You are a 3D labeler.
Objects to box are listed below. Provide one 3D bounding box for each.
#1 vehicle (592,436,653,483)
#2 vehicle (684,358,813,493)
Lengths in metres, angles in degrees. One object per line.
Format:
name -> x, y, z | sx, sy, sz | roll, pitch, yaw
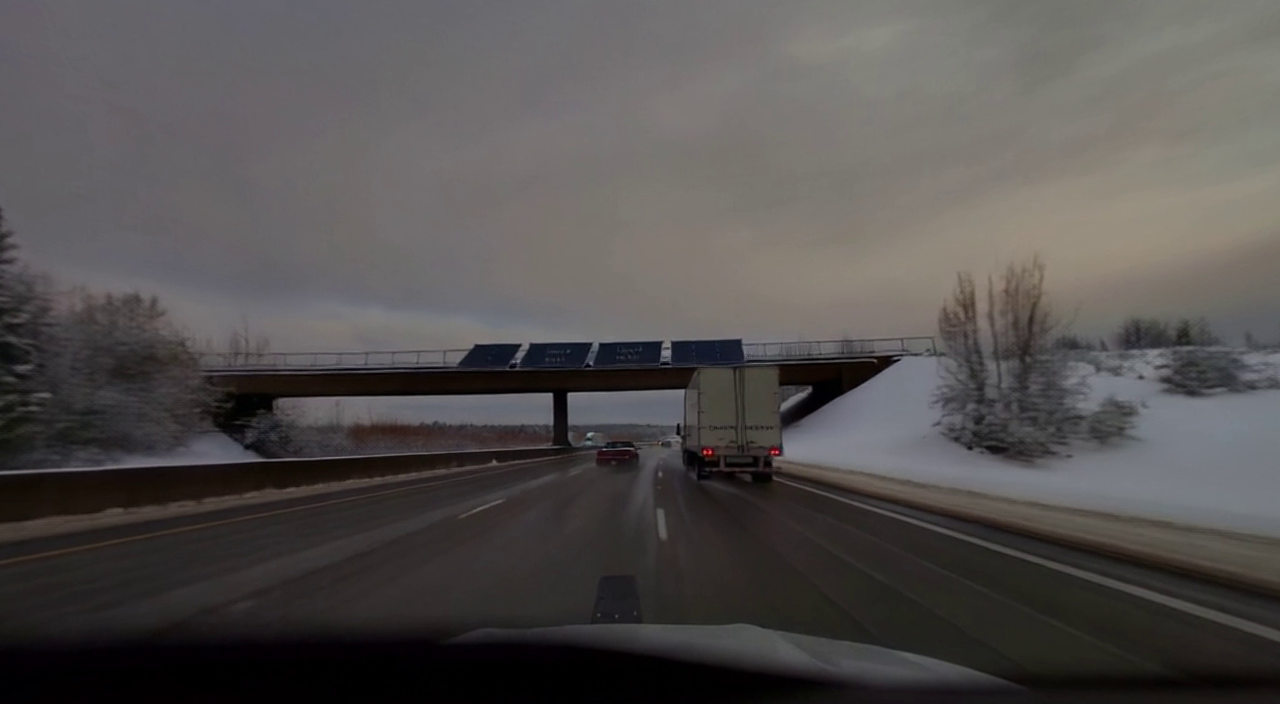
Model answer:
vehicle -> -0.567, 4.065, 24.106 | 2.066, 1.581, 4.268 | -1, -8, 2
vehicle -> 3.261, 2.690, 22.004 | 2.967, 3.633, 10.015 | -1, -8, 2
